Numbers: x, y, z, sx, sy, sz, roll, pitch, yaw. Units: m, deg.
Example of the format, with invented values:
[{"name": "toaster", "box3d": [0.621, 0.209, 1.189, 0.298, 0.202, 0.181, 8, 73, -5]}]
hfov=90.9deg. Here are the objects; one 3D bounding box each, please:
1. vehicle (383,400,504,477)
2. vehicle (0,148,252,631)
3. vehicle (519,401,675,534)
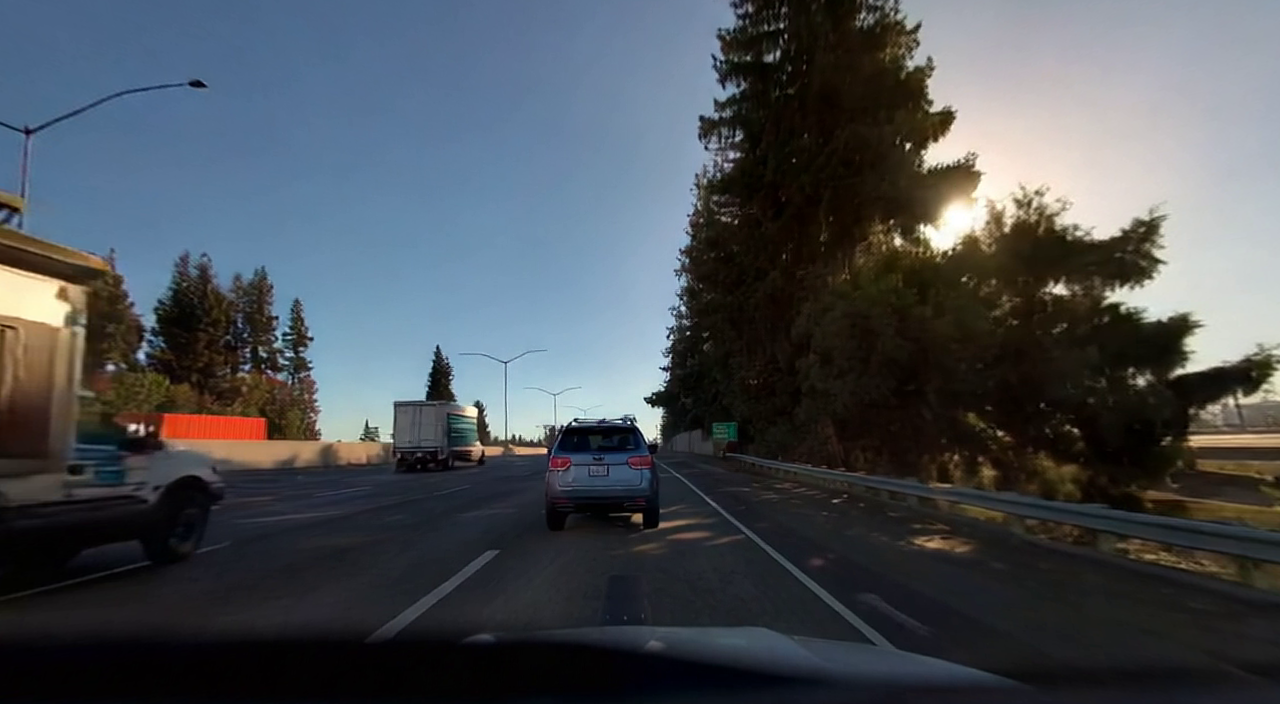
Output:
[{"name": "vehicle", "box3d": [-10.792, 5.064, 36.598, 3.347, 3.686, 12.113, 0, -8, -1]}, {"name": "vehicle", "box3d": [-6.167, 0.059, 3.165, 2.876, 3.584, 9.195, 0, -8, -3]}, {"name": "vehicle", "box3d": [-0.539, 2.124, 12.103, 2.395, 2.013, 4.734, -1, -8, 3]}]
